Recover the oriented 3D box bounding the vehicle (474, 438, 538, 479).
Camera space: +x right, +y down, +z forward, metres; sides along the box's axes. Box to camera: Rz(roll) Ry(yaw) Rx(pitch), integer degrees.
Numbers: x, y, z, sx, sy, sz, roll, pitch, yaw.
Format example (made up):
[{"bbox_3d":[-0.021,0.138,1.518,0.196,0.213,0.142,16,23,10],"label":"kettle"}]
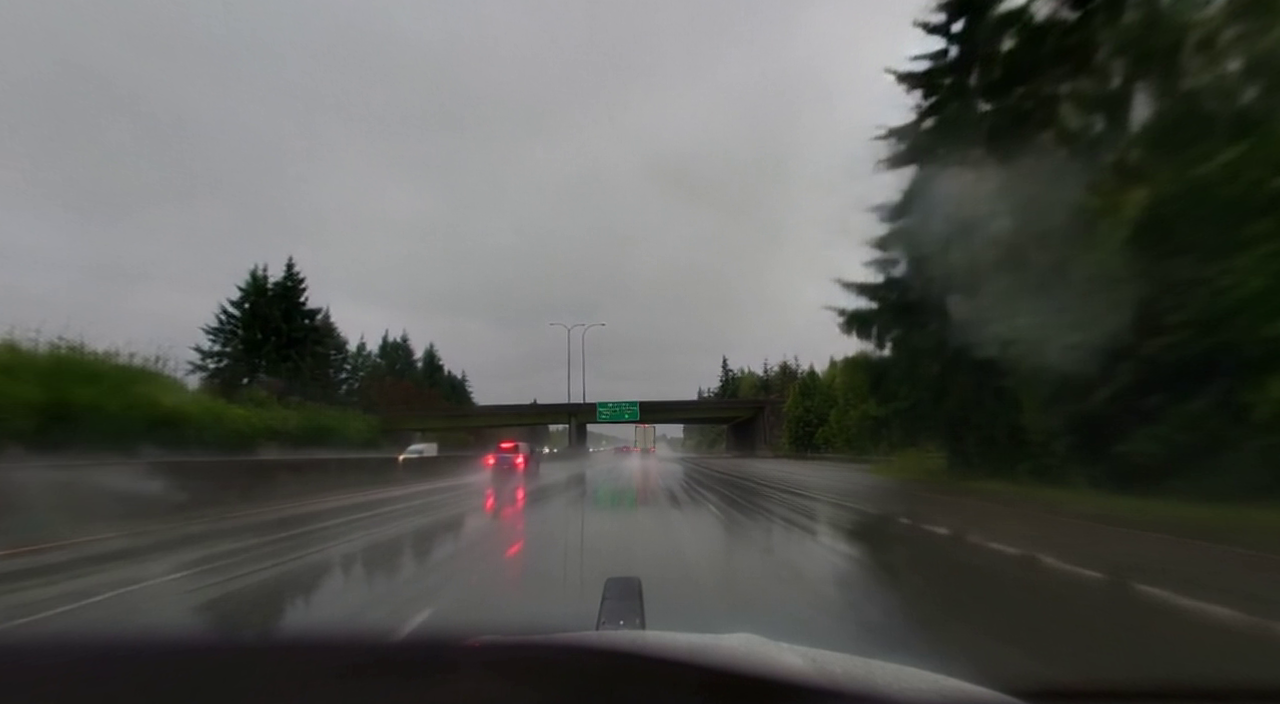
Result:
[{"bbox_3d":[-6.840,5.489,32.860,2.195,1.940,5.154,0,-9,0],"label":"vehicle"}]
